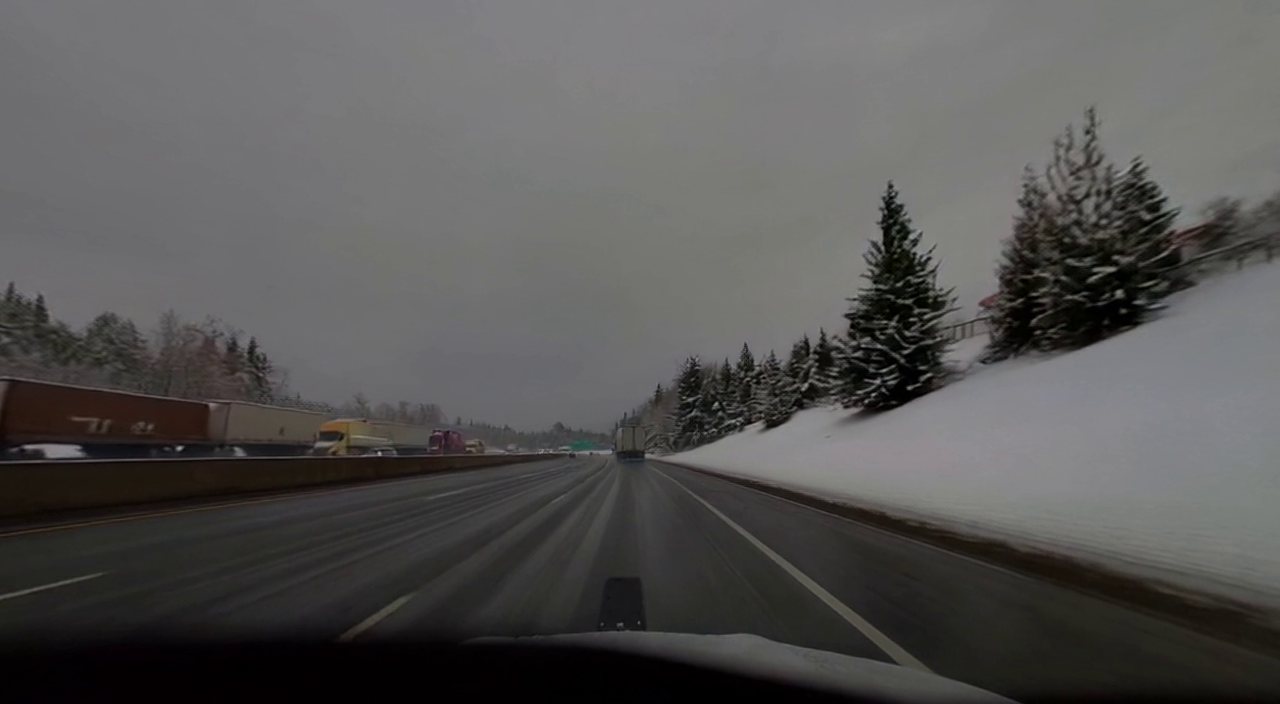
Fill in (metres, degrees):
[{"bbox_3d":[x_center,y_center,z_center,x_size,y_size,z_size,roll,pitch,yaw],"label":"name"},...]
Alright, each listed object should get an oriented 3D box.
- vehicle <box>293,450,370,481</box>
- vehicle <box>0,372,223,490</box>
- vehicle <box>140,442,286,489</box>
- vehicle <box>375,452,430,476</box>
[{"bbox_3d":[-15.229,5.623,31.337,1.827,1.416,3.911,0,-9,0],"label":"vehicle"},{"bbox_3d":[-23.720,3.480,26.554,2.848,4.048,14.043,0,-9,-1],"label":"vehicle"},{"bbox_3d":[-15.290,4.073,22.962,2.155,1.506,4.541,0,-9,0],"label":"vehicle"},{"bbox_3d":[-15.247,7.208,40.653,1.858,1.438,4.410,0,-9,0],"label":"vehicle"}]
